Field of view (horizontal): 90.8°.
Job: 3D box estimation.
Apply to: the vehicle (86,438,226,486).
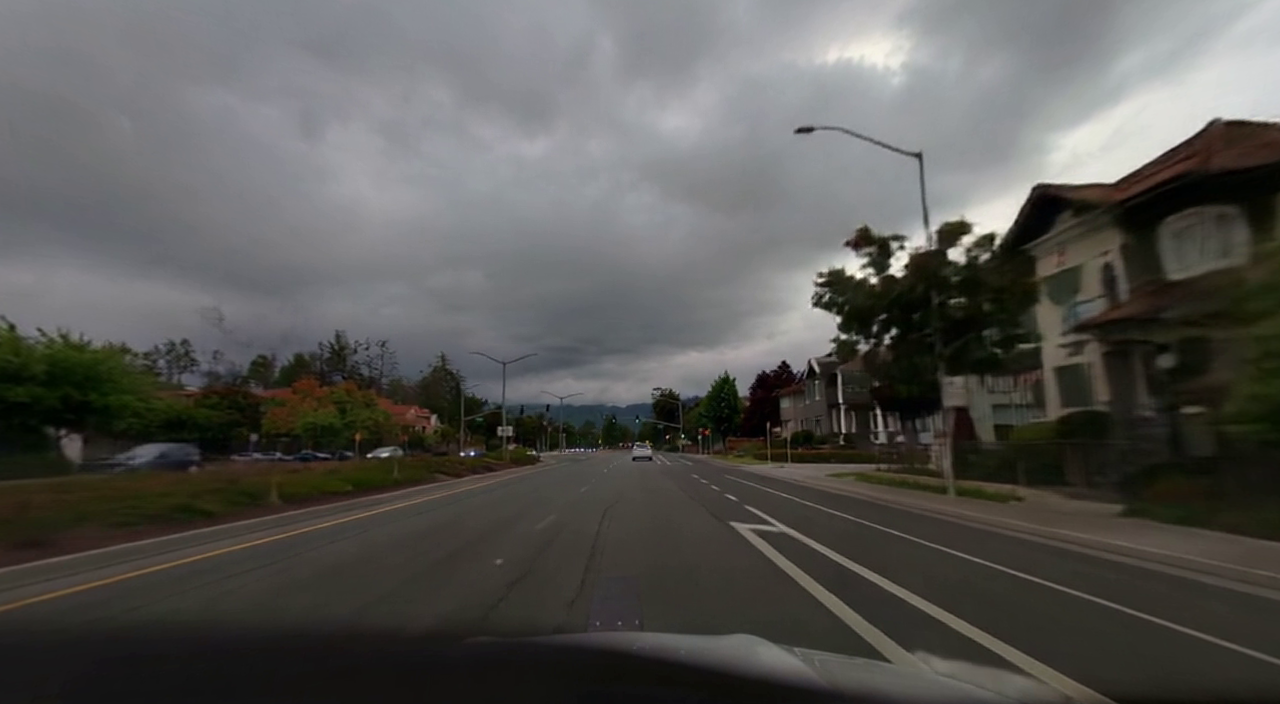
[{"bbox_3d":[-19.846,4.529,26.271,1.984,1.790,4.830,0,-9,0],"label":"vehicle"}]
